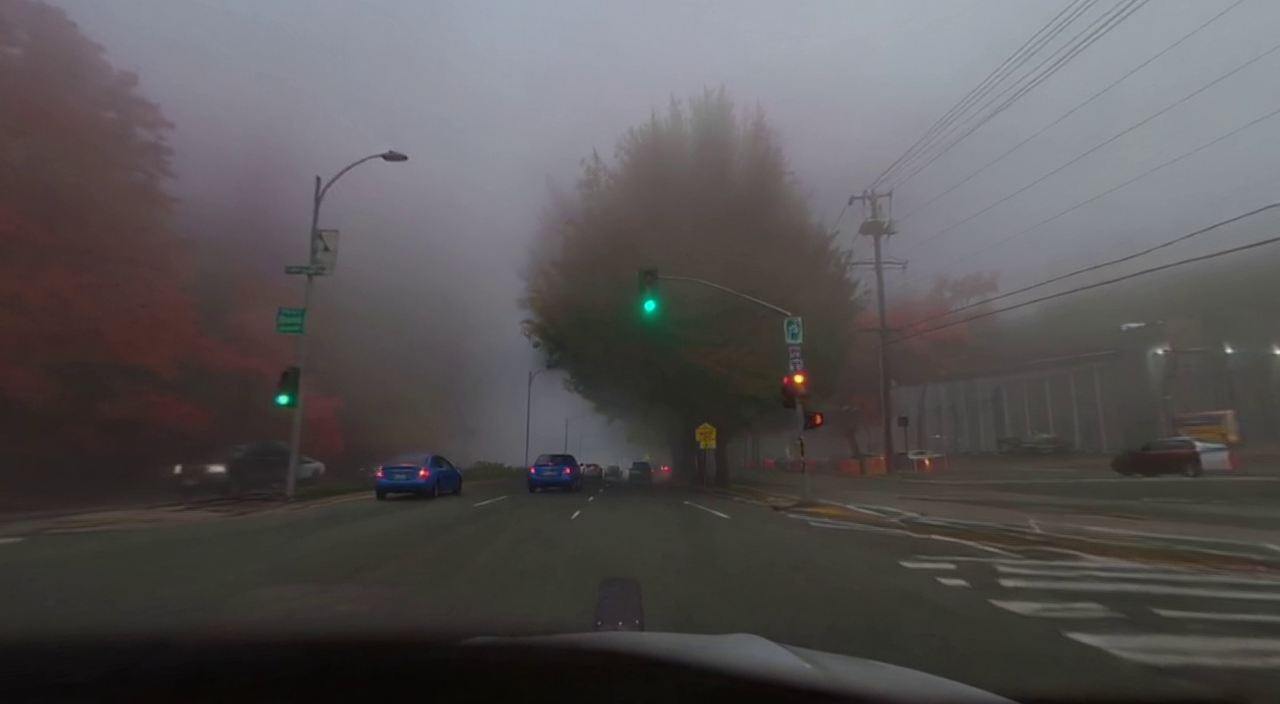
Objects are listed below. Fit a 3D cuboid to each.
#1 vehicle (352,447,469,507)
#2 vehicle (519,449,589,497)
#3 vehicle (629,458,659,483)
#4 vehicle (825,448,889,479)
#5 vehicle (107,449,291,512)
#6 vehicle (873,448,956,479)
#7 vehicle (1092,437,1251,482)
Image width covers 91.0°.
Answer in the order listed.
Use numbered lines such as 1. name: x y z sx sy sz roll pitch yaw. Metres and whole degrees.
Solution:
1. vehicle: -6.861 3.739 19.359 1.932 1.596 4.247 1 -9 0
2. vehicle: -3.283 4.733 25.054 2.085 1.663 4.513 1 -9 1
3. vehicle: 0.236 8.834 47.232 2.144 1.704 4.028 1 -9 -1
4. vehicle: 13.294 6.820 38.824 1.862 1.559 3.959 -3 -6 -11
5. vehicle: -11.741 3.409 17.213 1.872 1.475 4.325 1 -9 0
6. vehicle: 14.675 5.961 33.927 1.826 1.474 4.254 3 -9 -14
7. vehicle: 19.978 4.029 23.855 1.835 1.501 4.158 6 -10 -33
